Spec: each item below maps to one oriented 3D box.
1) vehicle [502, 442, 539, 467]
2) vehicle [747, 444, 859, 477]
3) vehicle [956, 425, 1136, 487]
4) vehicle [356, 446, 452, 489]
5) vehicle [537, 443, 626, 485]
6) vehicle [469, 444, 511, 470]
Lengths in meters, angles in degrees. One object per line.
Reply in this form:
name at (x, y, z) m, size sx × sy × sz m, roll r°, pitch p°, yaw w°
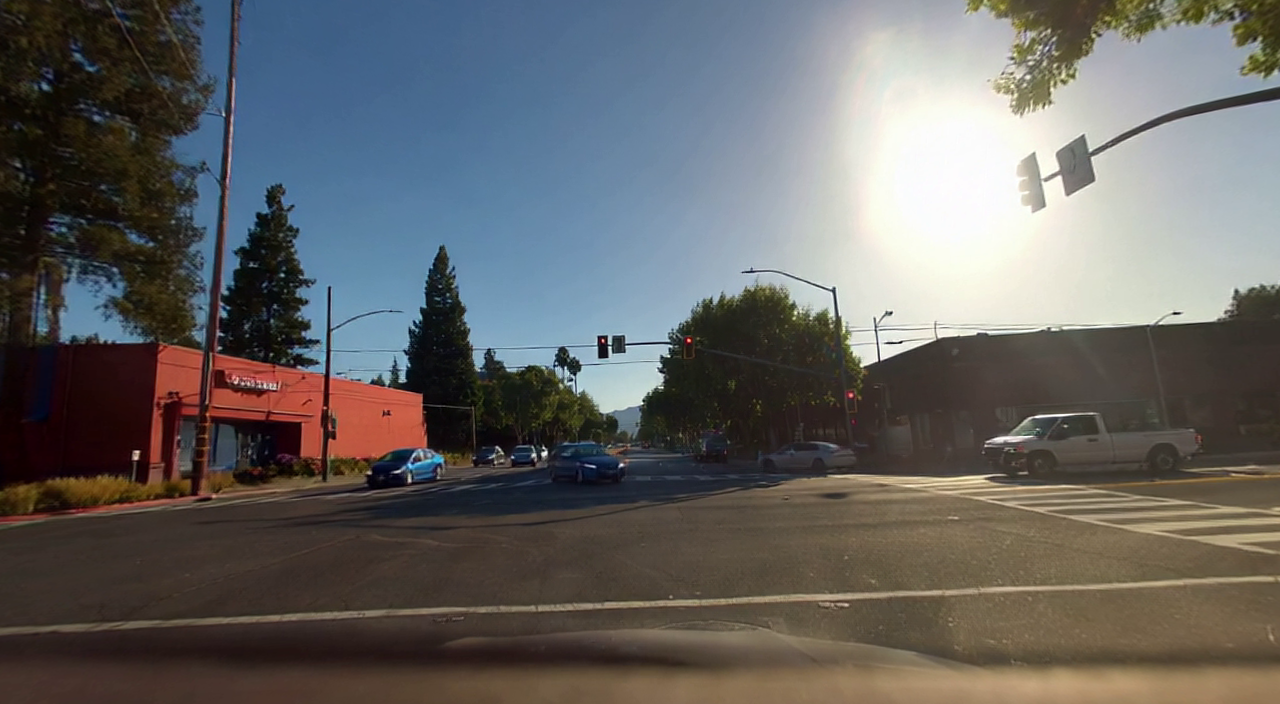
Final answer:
vehicle at (-8.649, 7.458, 46.179) m, size 2.087 × 1.718 × 4.700 m, roll 0°, pitch -9°, yaw -3°
vehicle at (7.751, 5.159, 30.163) m, size 4.828 × 1.453 × 1.919 m, roll -5°, pitch -10°, yaw 28°
vehicle at (14.847, 3.765, 23.129) m, size 5.910 × 2.046 × 2.228 m, roll 3°, pitch -9°, yaw -19°
vehicle at (-8.888, 4.365, 24.236) m, size 2.024 × 1.460 × 4.381 m, roll 0°, pitch -9°, yaw 0°
vehicle at (-2.256, 4.097, 23.465) m, size 1.846 × 1.416 × 4.228 m, roll 4°, pitch -10°, yaw -27°
vehicle at (-8.976, 6.339, 38.210) m, size 1.779 × 1.460 × 4.463 m, roll 1°, pitch -9°, yaw -4°
